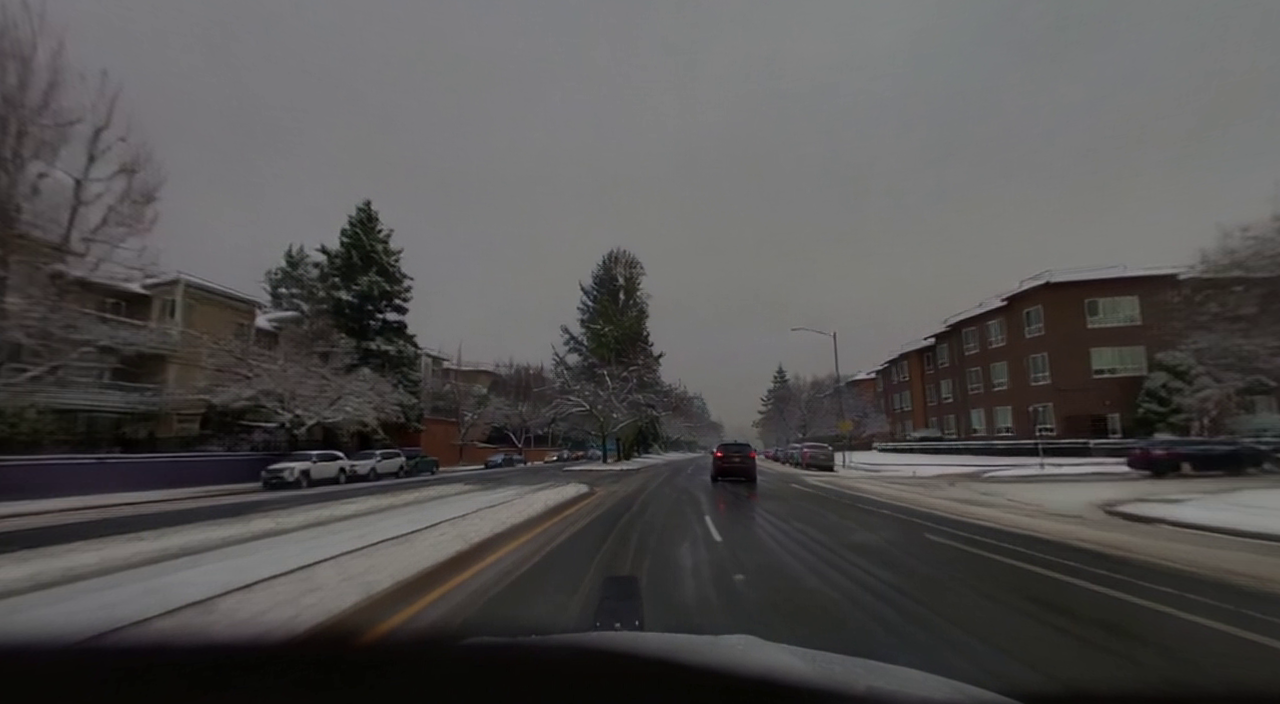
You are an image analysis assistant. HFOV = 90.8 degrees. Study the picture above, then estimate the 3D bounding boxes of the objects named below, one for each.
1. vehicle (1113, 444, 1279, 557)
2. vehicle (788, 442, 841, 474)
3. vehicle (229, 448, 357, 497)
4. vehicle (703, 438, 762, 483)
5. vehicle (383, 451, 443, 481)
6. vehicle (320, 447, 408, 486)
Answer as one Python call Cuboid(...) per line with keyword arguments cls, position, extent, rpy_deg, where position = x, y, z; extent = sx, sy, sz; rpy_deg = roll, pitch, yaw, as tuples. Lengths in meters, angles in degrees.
Cuboid(cls="vehicle", position=(9.484, 2.085, 9.140), extent=(1.928, 1.482, 4.461), rpy_deg=(-1, -9, 2))
Cuboid(cls="vehicle", position=(11.750, 7.158, 43.035), extent=(2.460, 2.002, 5.900), rpy_deg=(-1, -9, 6))
Cuboid(cls="vehicle", position=(-16.210, 5.635, 30.064), extent=(2.239, 1.926, 6.159), rpy_deg=(-3, -8, 5))
Cuboid(cls="vehicle", position=(3.908, 4.681, 27.527), extent=(2.085, 1.763, 4.490), rpy_deg=(-1, -9, 3))
Cuboid(cls="vehicle", position=(-15.178, 7.615, 42.565), extent=(2.014, 1.734, 4.651), rpy_deg=(-2, -8, 5))
Cuboid(cls="vehicle", position=(-15.854, 6.569, 36.763), extent=(2.194, 2.022, 5.828), rpy_deg=(-1, -9, 4))
